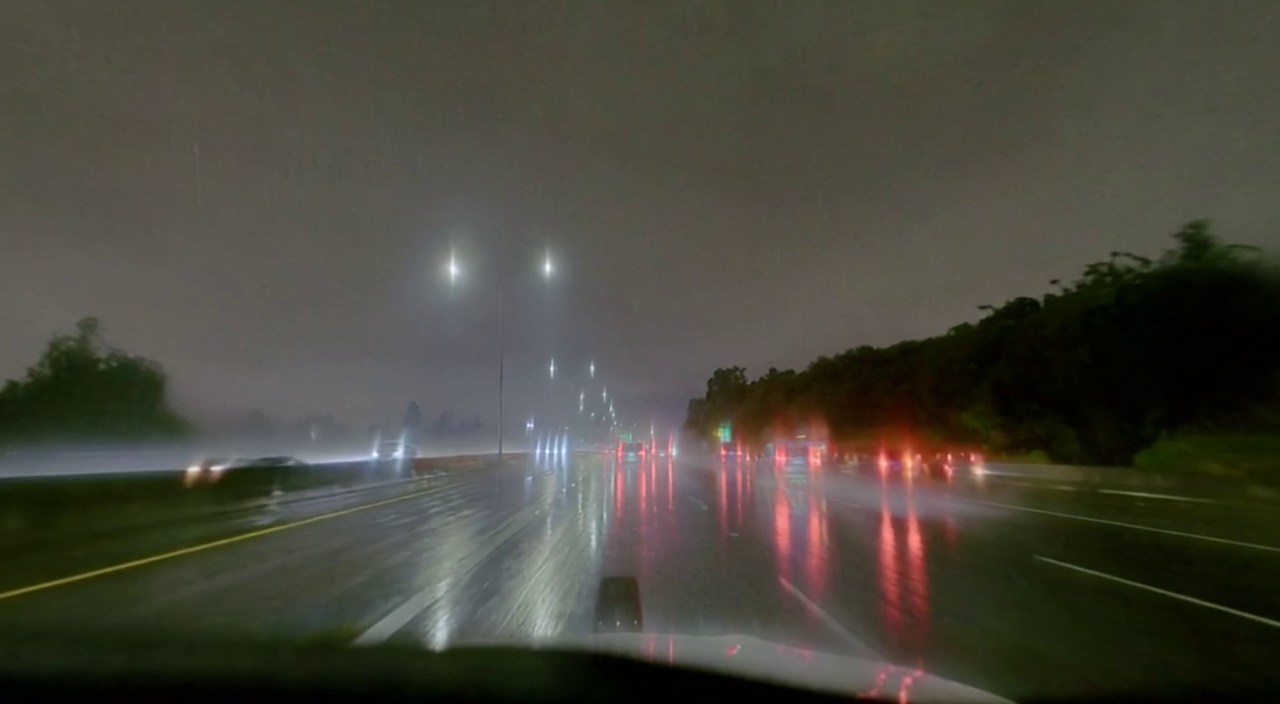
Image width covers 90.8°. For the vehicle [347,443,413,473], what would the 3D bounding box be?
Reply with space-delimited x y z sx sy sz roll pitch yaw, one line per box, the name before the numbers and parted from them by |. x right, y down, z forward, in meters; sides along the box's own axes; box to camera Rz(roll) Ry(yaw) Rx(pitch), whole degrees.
vehicle | -17.463 7.127 42.785 2.187 1.925 5.431 0 -9 -1

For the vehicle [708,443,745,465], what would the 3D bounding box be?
vehicle | 6.326 7.483 46.564 1.935 1.478 4.433 0 -9 -3

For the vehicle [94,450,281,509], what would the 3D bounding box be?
vehicle | -13.206 3.720 18.930 2.147 1.491 4.725 0 -8 -1

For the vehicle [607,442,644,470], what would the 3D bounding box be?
vehicle | -0.833 5.970 36.445 1.985 1.457 4.227 0 -8 -2
